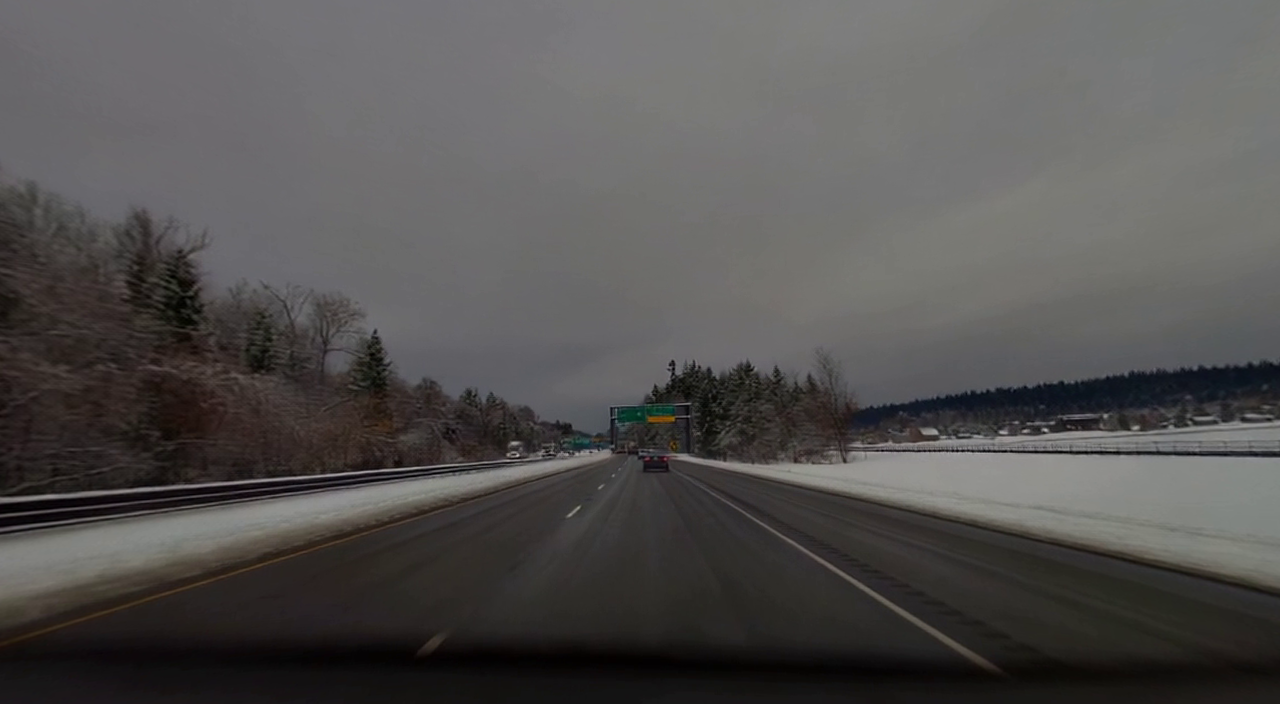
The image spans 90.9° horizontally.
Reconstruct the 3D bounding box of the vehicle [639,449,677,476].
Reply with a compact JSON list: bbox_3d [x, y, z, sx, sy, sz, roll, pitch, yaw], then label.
[{"bbox_3d":[0.985,6.396,36.643,2.036,1.457,3.471,0,-9,-1],"label":"vehicle"}]
